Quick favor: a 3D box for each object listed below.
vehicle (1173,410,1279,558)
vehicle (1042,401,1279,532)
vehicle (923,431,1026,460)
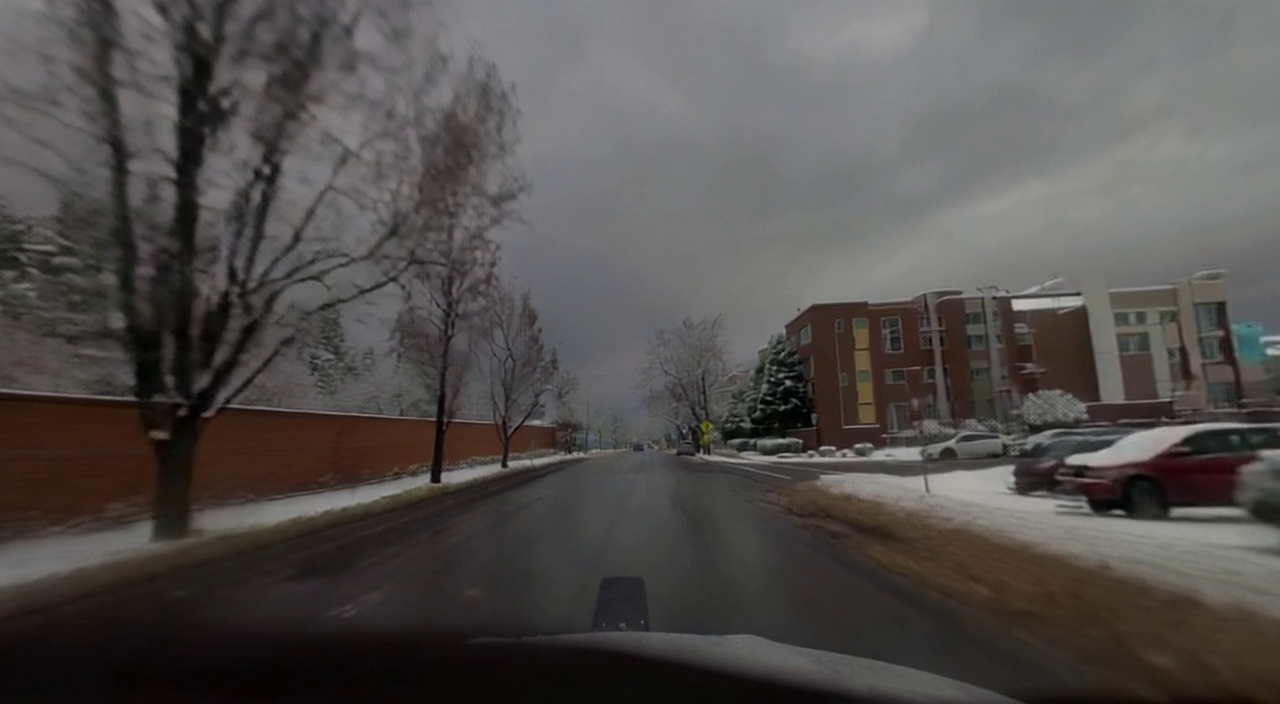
[{"bbox_3d":[9.986,1.605,7.712,4.809,1.741,2.351,0,-9,-3],"label":"vehicle"},{"bbox_3d":[9.679,1.824,10.072,5.105,1.858,1.945,0,-11,-1],"label":"vehicle"},{"bbox_3d":[19.031,5.360,35.966,4.697,1.502,2.124,1,-9,-4],"label":"vehicle"}]
